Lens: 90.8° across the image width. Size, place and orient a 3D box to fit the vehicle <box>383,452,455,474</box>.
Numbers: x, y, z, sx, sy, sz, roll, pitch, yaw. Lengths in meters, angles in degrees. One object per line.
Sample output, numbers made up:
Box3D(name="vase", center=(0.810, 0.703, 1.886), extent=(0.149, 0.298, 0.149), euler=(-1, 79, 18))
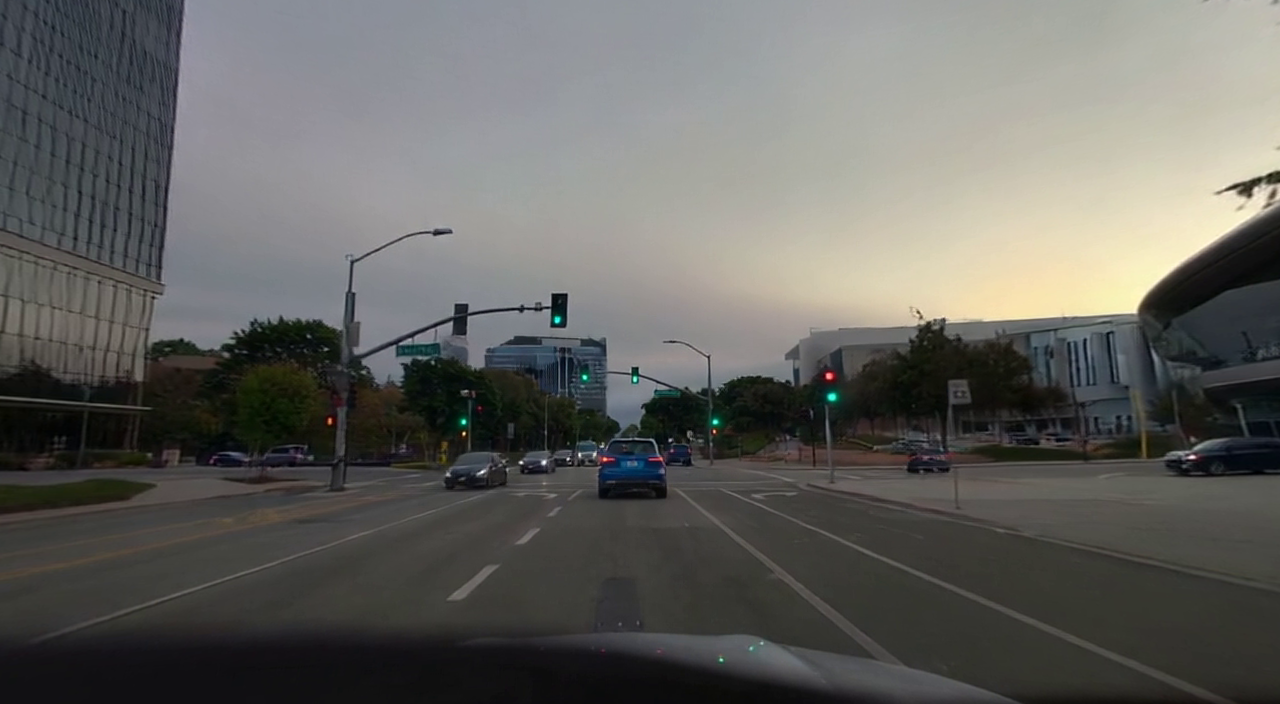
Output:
Box3D(name="vehicle", center=(-16.366, 8.215, 46.889), extent=(4.588, 1.582, 1.980), euler=(6, -11, -33))

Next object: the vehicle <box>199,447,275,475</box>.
Box3D(name="vehicle", center=(-26.500, 7.146, 41.567), extent=(4.393, 1.730, 2.151), euler=(-5, -9, 26))

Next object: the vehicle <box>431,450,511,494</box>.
Box3D(name="vehicle", center=(-6.386, 4.561, 24.425), extent=(1.908, 1.475, 4.337), euler=(0, -9, 0))

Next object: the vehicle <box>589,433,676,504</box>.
Box3D(name="vehicle", center=(-0.245, 3.233, 17.929), extent=(2.183, 1.765, 4.059), euler=(0, -9, -1))

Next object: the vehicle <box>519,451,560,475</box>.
Box3D(name="vehicle", center=(-6.693, 7.425, 42.493), extent=(1.934, 1.476, 4.457), euler=(0, -9, 1))
